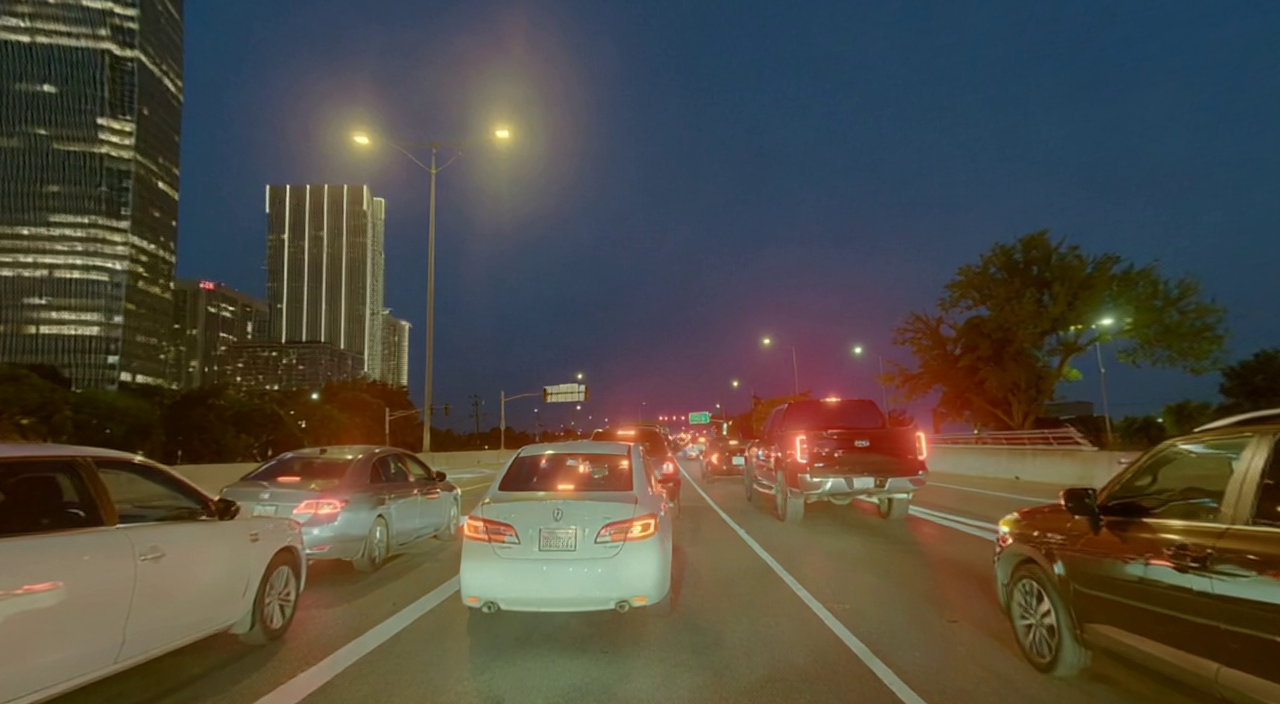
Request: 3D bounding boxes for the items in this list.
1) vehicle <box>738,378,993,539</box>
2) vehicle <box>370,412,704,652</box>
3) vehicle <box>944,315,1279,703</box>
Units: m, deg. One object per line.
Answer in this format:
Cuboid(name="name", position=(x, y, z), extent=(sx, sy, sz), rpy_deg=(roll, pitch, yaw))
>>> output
Cuboid(name="vehicle", position=(3.544, 1.888, 11.590), extent=(2.497, 2.186, 5.890), rpy_deg=(0, -8, 0))
Cuboid(name="vehicle", position=(-0.613, 1.486, 6.280), extent=(2.172, 1.536, 4.250), rpy_deg=(0, -8, 2))
Cuboid(name="vehicle", position=(3.157, 0.739, 2.036), extent=(2.024, 1.723, 4.714), rpy_deg=(0, -8, 1))
